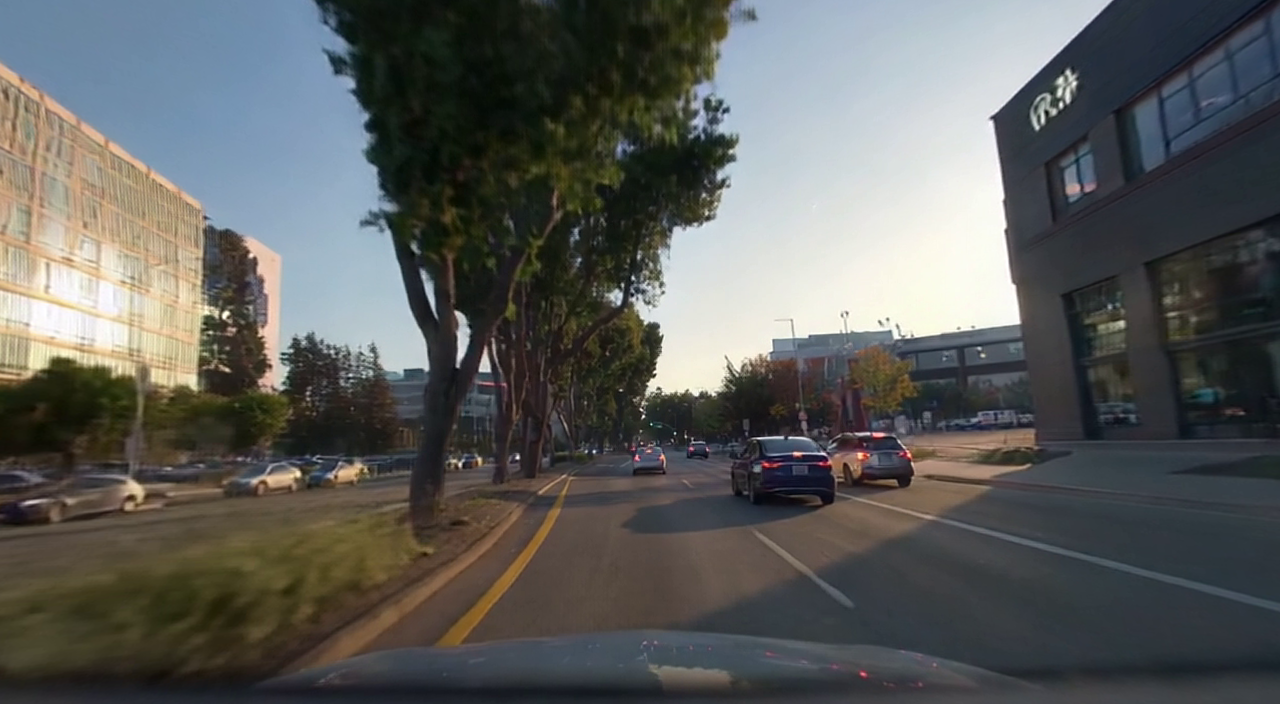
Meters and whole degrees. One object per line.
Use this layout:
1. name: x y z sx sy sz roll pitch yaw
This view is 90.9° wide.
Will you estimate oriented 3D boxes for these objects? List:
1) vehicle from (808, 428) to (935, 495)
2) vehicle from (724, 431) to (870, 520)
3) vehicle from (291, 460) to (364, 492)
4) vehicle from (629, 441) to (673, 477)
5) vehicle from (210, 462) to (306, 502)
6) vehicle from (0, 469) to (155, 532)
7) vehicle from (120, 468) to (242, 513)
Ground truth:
1. vehicle: 6.858 3.283 19.305 1.963 1.783 4.722 0 -8 -1
2. vehicle: 3.170 2.588 13.855 1.931 1.591 4.708 0 -8 -1
3. vehicle: -18.545 7.344 37.662 1.956 1.647 4.643 0 -8 1
4. vehicle: 0.488 5.382 31.994 2.125 1.669 3.880 0 -8 -1
5. vehicle: -18.762 6.358 31.234 2.049 1.678 4.376 0 -8 -1
6. vehicle: -18.617 4.731 20.570 1.853 1.614 4.514 -1 -8 2
7. vehicle: -18.627 5.598 25.839 1.786 1.523 4.309 0 -8 -1
